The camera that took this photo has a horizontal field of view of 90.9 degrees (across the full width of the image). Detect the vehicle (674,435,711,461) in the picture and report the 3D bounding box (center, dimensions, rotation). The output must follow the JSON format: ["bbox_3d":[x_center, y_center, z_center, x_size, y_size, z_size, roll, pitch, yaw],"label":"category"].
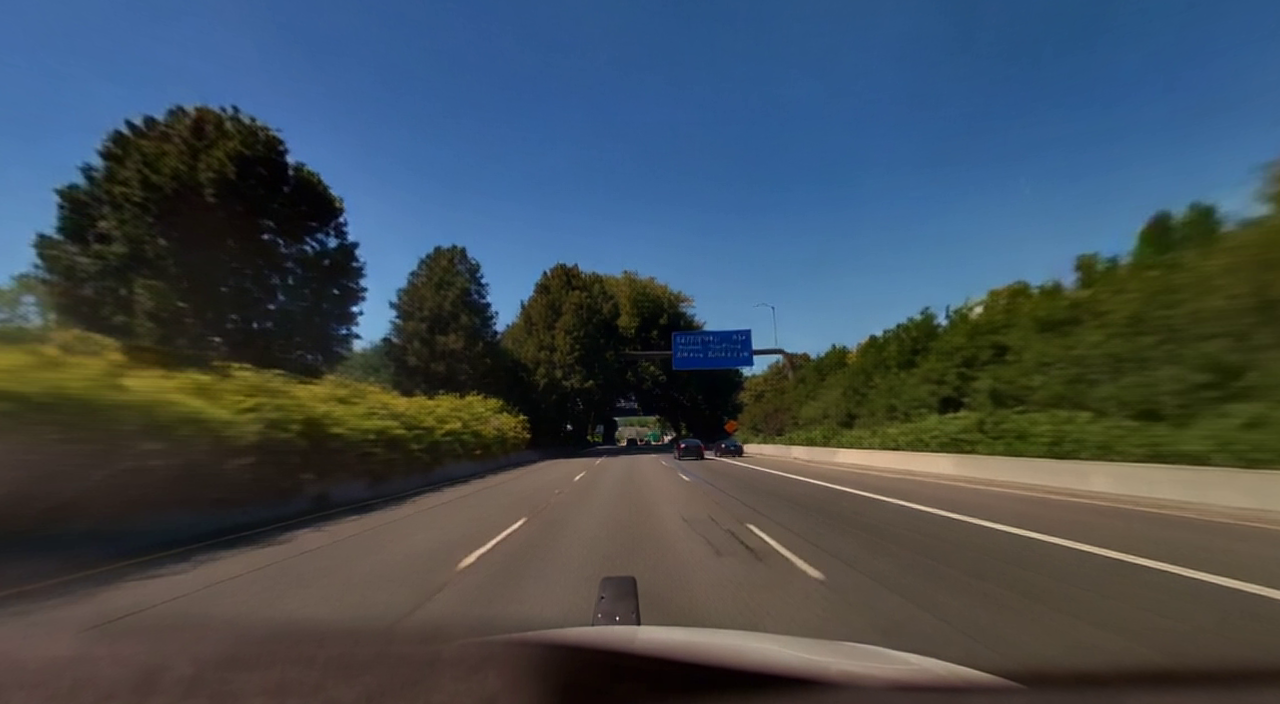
[{"bbox_3d":[3.194,5.943,39.206,1.819,1.468,3.770,0,-8,-3],"label":"vehicle"}]

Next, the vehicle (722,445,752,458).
[{"bbox_3d":[6.836,7.020,44.546,1.535,0.862,2.814,0,-8,-4],"label":"vehicle"}]
